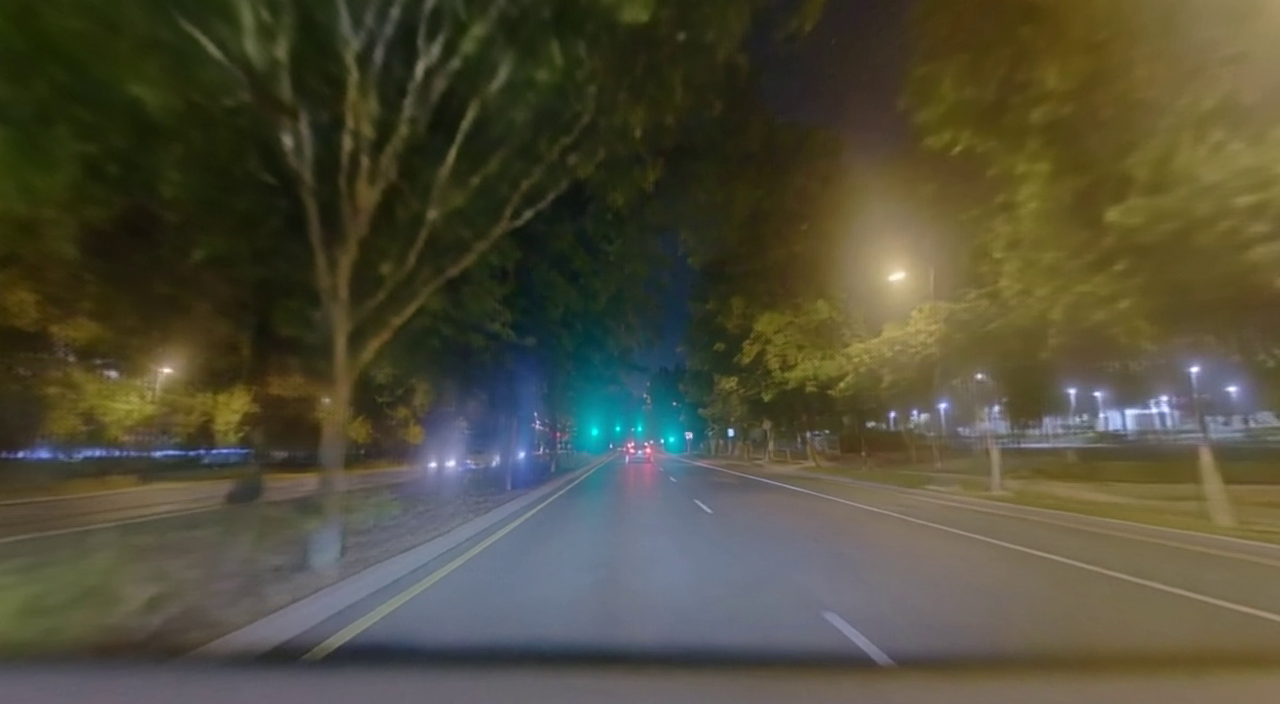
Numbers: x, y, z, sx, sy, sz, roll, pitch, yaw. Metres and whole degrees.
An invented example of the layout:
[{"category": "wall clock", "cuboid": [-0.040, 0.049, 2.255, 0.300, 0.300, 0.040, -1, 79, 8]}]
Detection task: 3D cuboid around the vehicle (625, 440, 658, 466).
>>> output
[{"category": "vehicle", "cuboid": [0.052, 6.623, 41.521, 2.048, 1.584, 4.393, 0, -9, -1]}]
